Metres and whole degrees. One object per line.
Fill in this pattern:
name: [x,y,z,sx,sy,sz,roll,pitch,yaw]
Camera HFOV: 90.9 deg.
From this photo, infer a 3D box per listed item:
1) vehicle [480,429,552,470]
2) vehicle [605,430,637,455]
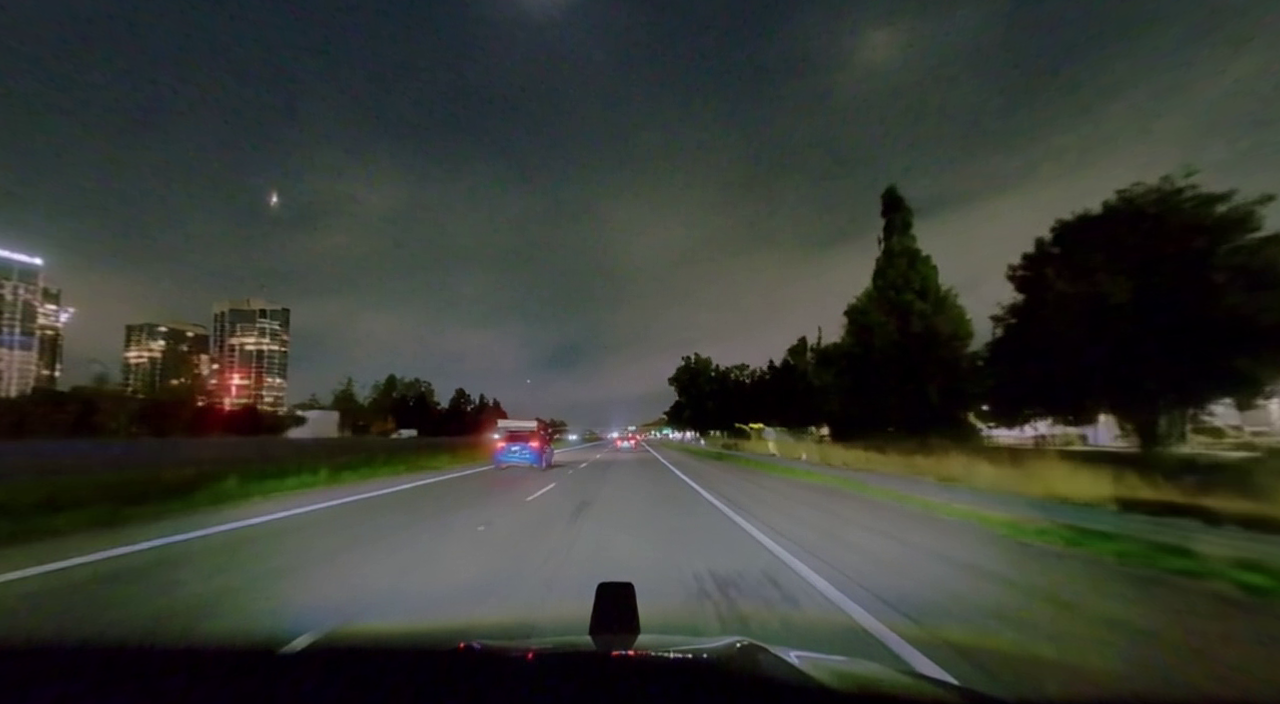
vehicle: [-5.168,4.129,26.904,2.189,1.580,4.607,0,-8,0]
vehicle: [-1.299,6.295,43.908,2.151,1.618,3.898,0,-8,-1]
